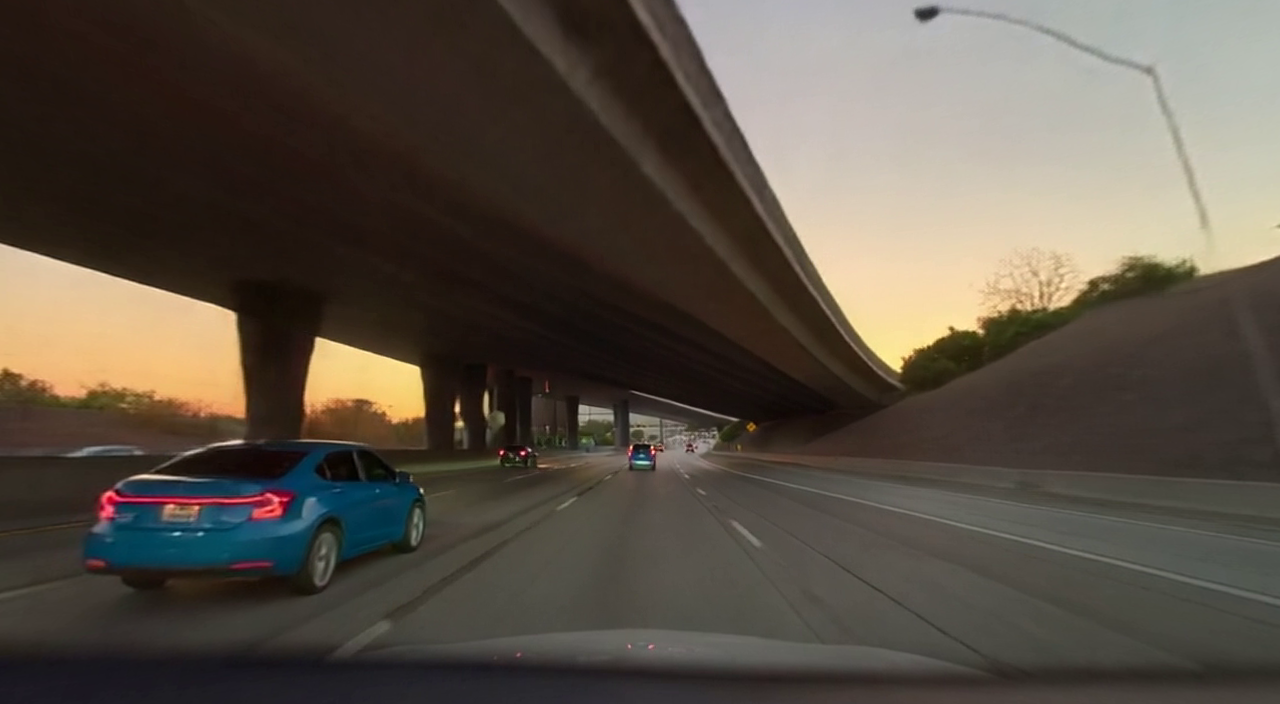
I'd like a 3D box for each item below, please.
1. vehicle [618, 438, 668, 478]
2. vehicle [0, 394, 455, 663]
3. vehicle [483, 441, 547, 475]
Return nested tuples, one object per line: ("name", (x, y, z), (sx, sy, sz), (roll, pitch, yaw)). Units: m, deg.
("vehicle", (0.182, 4.841, 28.847), (2.155, 1.690, 4.318), (0, -9, 1))
("vehicle", (-3.642, 1.413, 6.157), (2.124, 1.607, 4.531), (0, -9, 2))
("vehicle", (-6.103, 5.204, 31.140), (1.994, 1.519, 4.668), (0, -9, 3))
